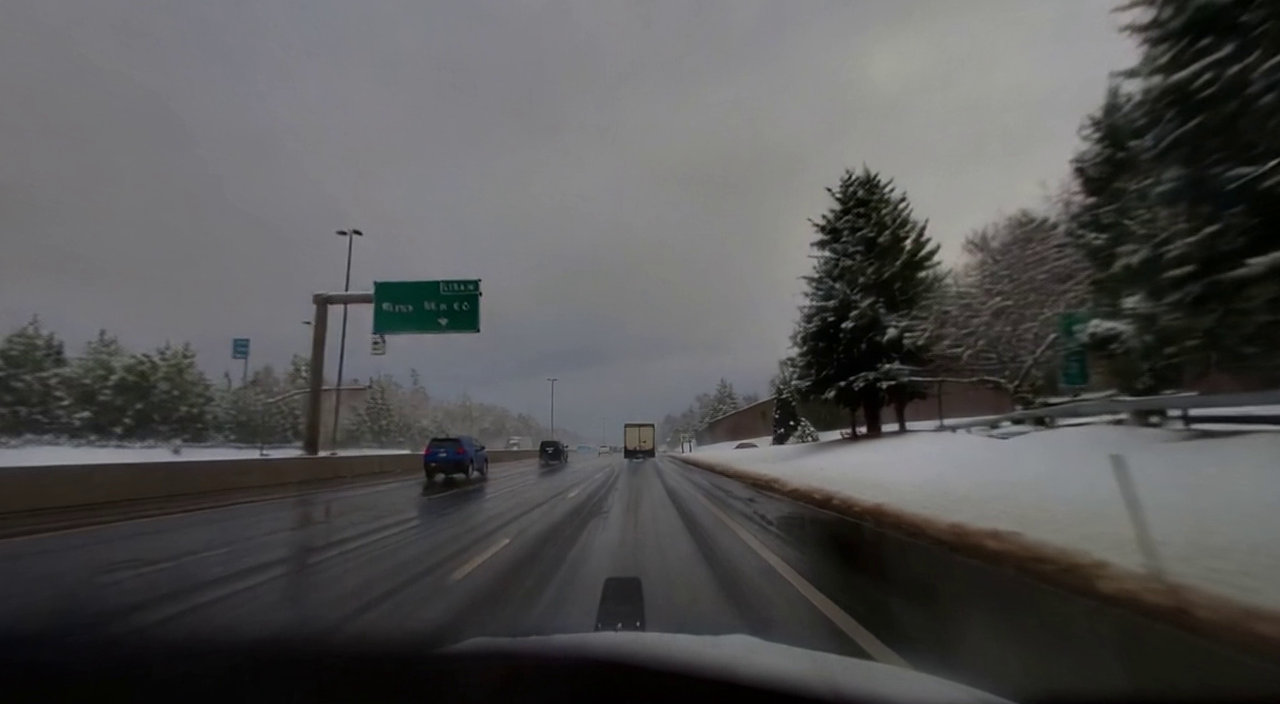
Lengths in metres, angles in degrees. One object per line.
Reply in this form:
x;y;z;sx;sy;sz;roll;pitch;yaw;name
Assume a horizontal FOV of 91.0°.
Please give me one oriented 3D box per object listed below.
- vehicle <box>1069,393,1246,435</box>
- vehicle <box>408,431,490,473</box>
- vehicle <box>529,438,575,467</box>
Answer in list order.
25.177;3.163;31.043;2.401;1.540;6.222;3;-11;-24;vehicle
-10.620;5.661;35.739;2.571;2.169;6.443;0;-9;1;vehicle
-6.433;7.418;46.744;2.502;1.997;5.697;0;-9;0;vehicle
